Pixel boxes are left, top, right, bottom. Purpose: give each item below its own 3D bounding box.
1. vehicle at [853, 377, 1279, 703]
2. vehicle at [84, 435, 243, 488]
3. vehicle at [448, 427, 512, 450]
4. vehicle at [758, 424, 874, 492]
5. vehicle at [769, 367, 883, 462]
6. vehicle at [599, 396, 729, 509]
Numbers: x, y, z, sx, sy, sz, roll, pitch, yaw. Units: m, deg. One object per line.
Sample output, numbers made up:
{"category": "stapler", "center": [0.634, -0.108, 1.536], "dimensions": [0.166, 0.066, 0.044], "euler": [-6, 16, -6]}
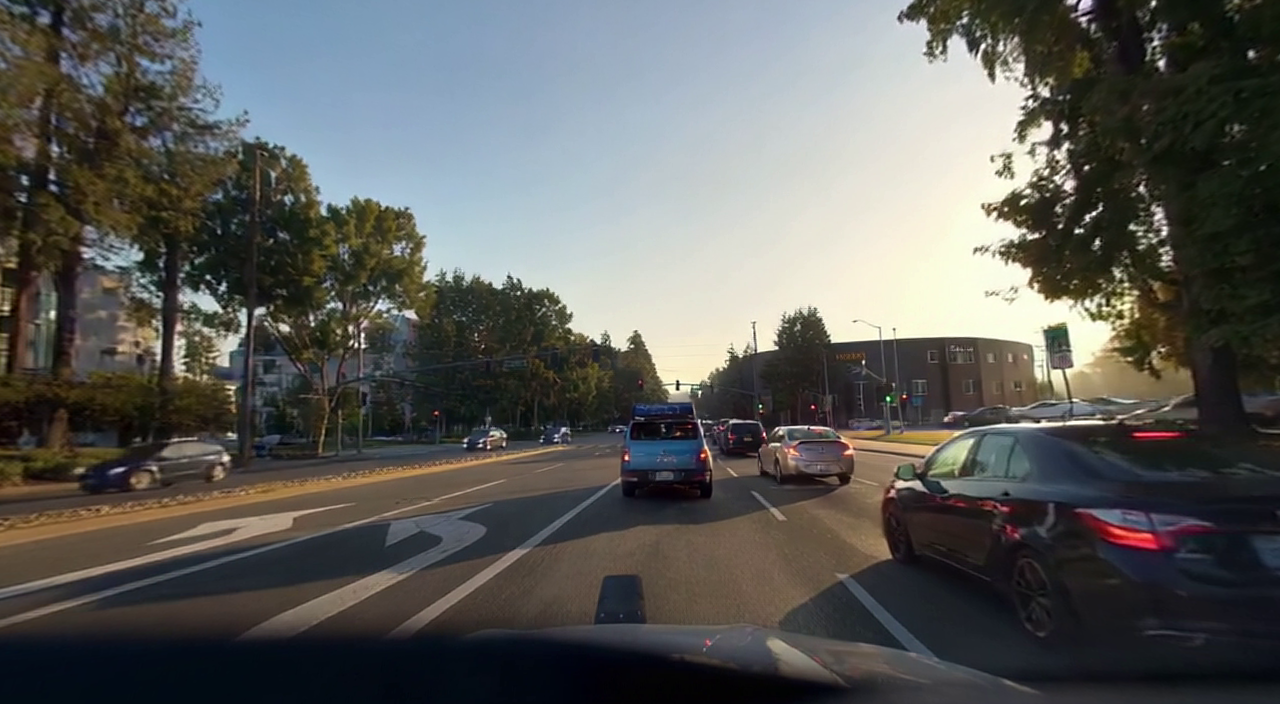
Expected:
{"category": "vehicle", "center": [3.349, 1.197, 5.031], "dimensions": [2.109, 1.500, 4.585], "euler": [-1, -9, 6]}
{"category": "vehicle", "center": [-17.020, 3.904, 22.808], "dimensions": [1.950, 1.713, 4.406], "euler": [-1, -9, 7]}
{"category": "vehicle", "center": [-12.362, 6.764, 48.836], "dimensions": [2.018, 1.715, 4.451], "euler": [-7, -11, 37]}
{"category": "vehicle", "center": [4.174, 2.606, 15.668], "dimensions": [1.862, 1.451, 4.083], "euler": [0, -9, 2]}
{"category": "vehicle", "center": [8.567, 3.229, 30.428], "dimensions": [2.965, 3.900, 9.064], "euler": [0, -9, 2]}
{"category": "vehicle", "center": [0.601, 2.030, 12.915], "dimensions": [2.188, 1.892, 4.488], "euler": [-1, -9, 5]}
